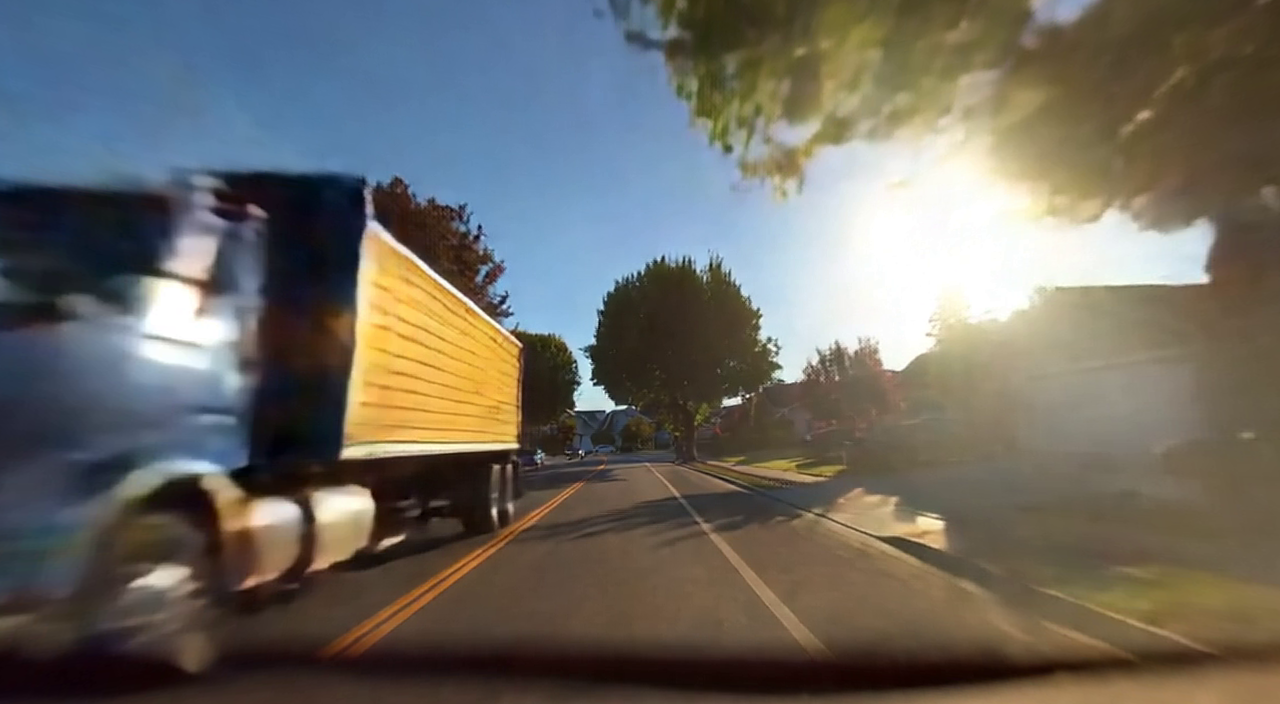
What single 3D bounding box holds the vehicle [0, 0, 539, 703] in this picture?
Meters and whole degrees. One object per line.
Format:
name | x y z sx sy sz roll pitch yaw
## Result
vehicle | -3.705 0.613 8.154 3.133 4.112 10.695 0 -8 -1
